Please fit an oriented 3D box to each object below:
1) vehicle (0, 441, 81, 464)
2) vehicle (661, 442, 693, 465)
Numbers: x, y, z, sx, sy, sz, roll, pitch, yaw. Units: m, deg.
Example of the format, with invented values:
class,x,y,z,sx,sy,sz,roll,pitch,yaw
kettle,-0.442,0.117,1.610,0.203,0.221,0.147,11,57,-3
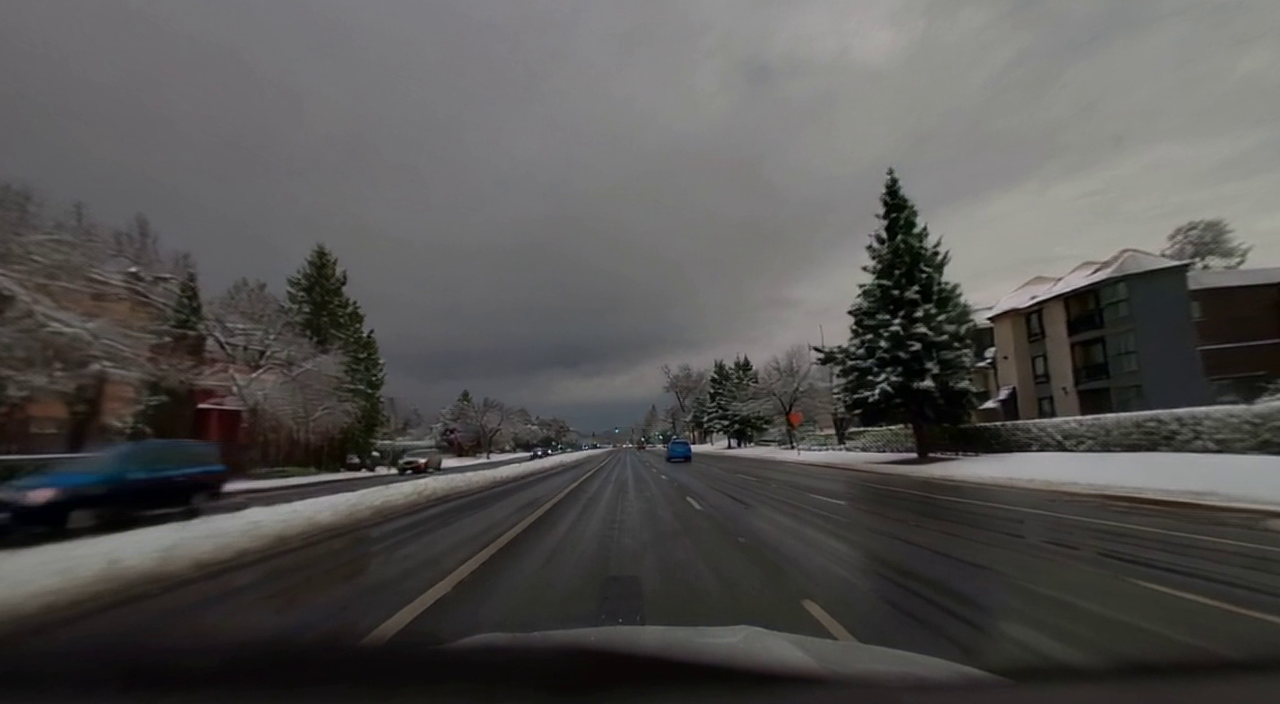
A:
class,x,y,z,sx,sy,sz,roll,pitch,yaw
vehicle,-44.517,7.456,46.823,4.131,1.521,1.901,-2,-10,-4
vehicle,2.816,7.788,48.652,2.072,1.696,4.177,0,-9,-2
